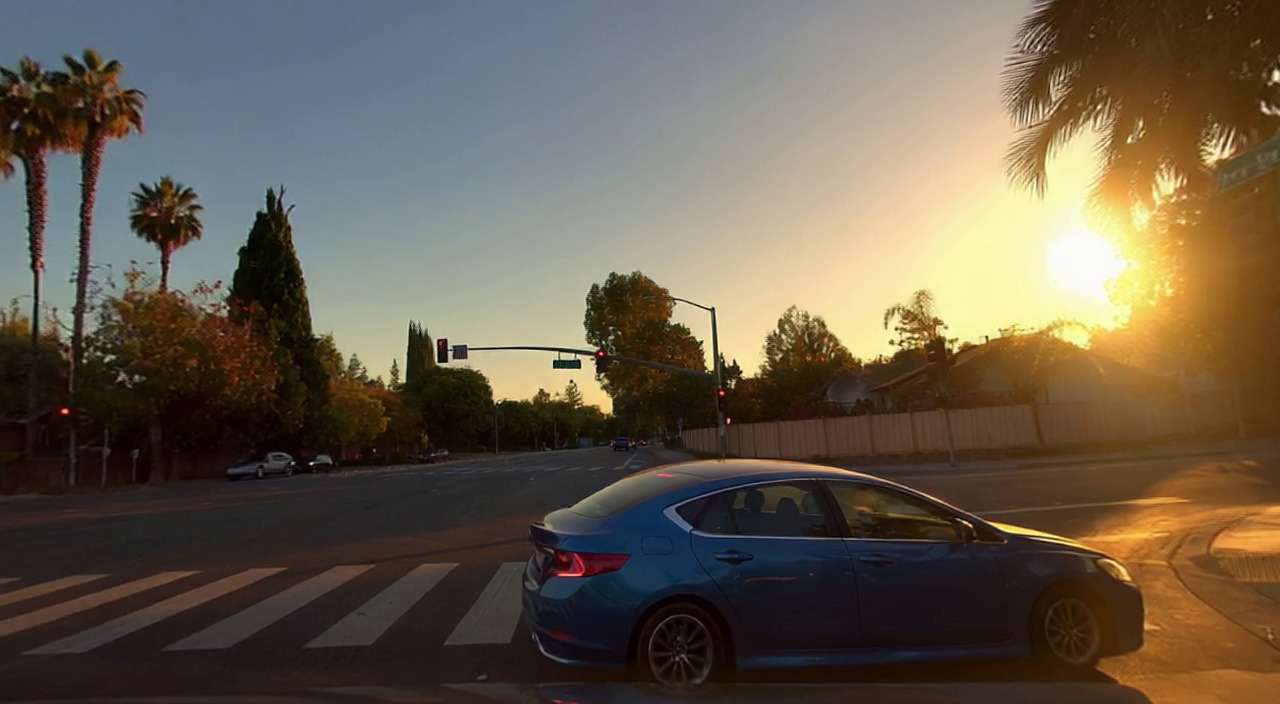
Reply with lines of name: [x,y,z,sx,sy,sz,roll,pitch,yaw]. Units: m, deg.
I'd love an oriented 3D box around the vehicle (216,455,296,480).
vehicle: [-24.068,7.228,39.828,2.019,1.427,4.630,0,-9,1]

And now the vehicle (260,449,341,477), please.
vehicle: [-20.024,6.523,37.533,2.084,1.528,4.778,-1,-9,2]
